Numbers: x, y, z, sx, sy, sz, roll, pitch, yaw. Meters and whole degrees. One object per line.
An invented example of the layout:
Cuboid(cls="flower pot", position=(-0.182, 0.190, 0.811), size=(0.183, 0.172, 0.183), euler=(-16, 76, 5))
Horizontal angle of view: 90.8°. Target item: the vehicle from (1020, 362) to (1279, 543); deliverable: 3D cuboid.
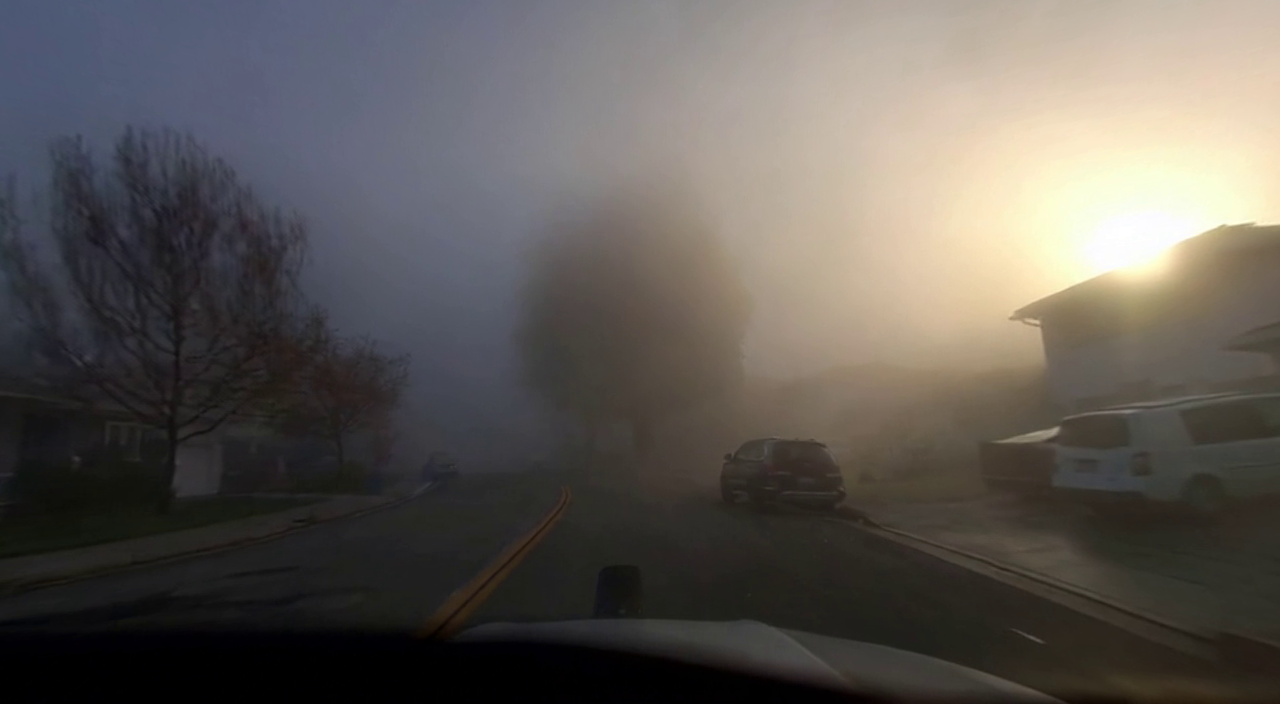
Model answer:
Cuboid(cls="vehicle", position=(8.942, 1.326, 9.498), size=(4.801, 2.139, 2.164), euler=(-6, -8, -1))

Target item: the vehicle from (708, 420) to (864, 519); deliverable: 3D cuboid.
Cuboid(cls="vehicle", position=(3.226, 2.722, 15.203), size=(2.214, 1.962, 4.733), euler=(1, -9, -5))

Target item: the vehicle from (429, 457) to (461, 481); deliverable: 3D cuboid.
Cuboid(cls="vehicle", position=(-13.440, 7.966, 43.347), size=(1.902, 1.434, 4.313), euler=(3, -9, -19))
